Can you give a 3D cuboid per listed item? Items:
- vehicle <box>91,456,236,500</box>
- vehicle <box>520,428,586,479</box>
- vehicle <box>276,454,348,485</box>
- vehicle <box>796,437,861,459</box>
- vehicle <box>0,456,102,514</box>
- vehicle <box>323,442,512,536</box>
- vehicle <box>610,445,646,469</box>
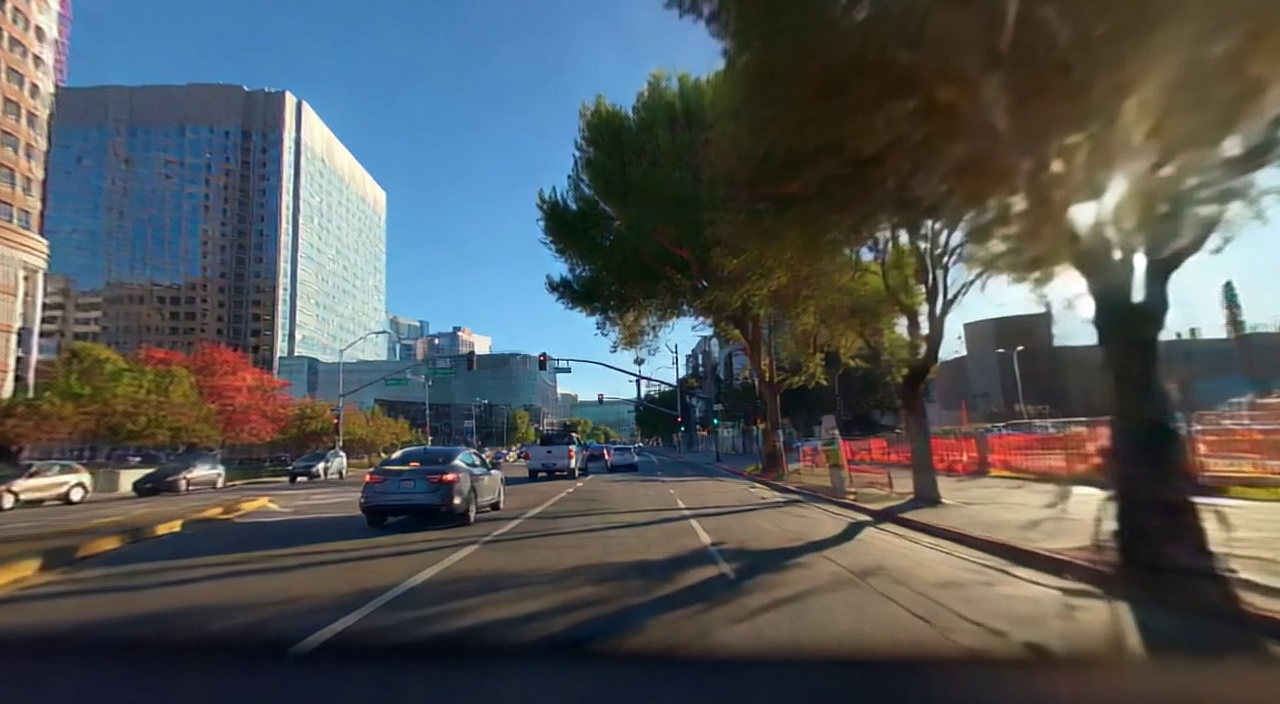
[{"bbox_3d":[-19.589,5.165,26.276,1.993,1.552,5.039,-1,-9,2],"label":"vehicle"},{"bbox_3d":[-3.797,4.565,28.495,2.240,2.054,4.662,0,-9,1],"label":"vehicle"},{"bbox_3d":[-19.610,7.020,37.962,1.965,1.539,4.461,-4,-9,1],"label":"vehicle"},{"bbox_3d":[13.197,6.710,44.182,4.061,1.465,1.803,2,-8,-18],"label":"vehicle"},{"bbox_3d":[-19.709,4.098,19.585,2.029,1.637,4.338,0,-9,1],"label":"vehicle"},{"bbox_3d":[-3.887,2.448,11.981,1.959,1.406,4.527,0,-9,0],"label":"vehicle"},{"bbox_3d":[-0.737,6.632,40.051,2.171,1.422,4.146,0,-9,0],"label":"vehicle"}]
